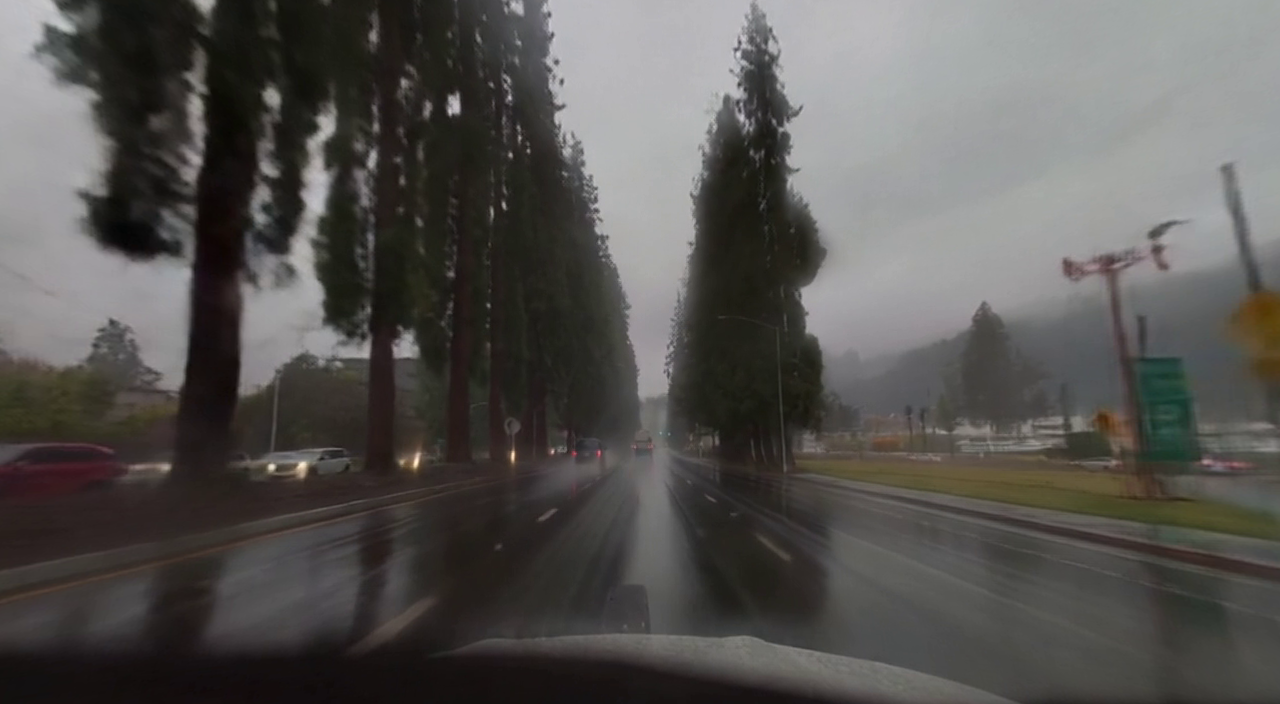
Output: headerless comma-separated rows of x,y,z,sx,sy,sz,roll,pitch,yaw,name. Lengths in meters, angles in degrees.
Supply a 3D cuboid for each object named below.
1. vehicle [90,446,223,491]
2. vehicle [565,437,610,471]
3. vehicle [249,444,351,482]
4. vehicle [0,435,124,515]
-20.157,4.842,26.586,2.002,1.691,4.375,0,-8,2,vehicle
-3.185,6.293,39.099,2.255,1.940,4.822,0,-8,1,vehicle
-16.704,5.440,31.338,2.225,1.719,4.915,0,-8,2,vehicle
-15.796,3.019,15.773,2.182,1.790,4.713,1,-9,-8,vehicle
